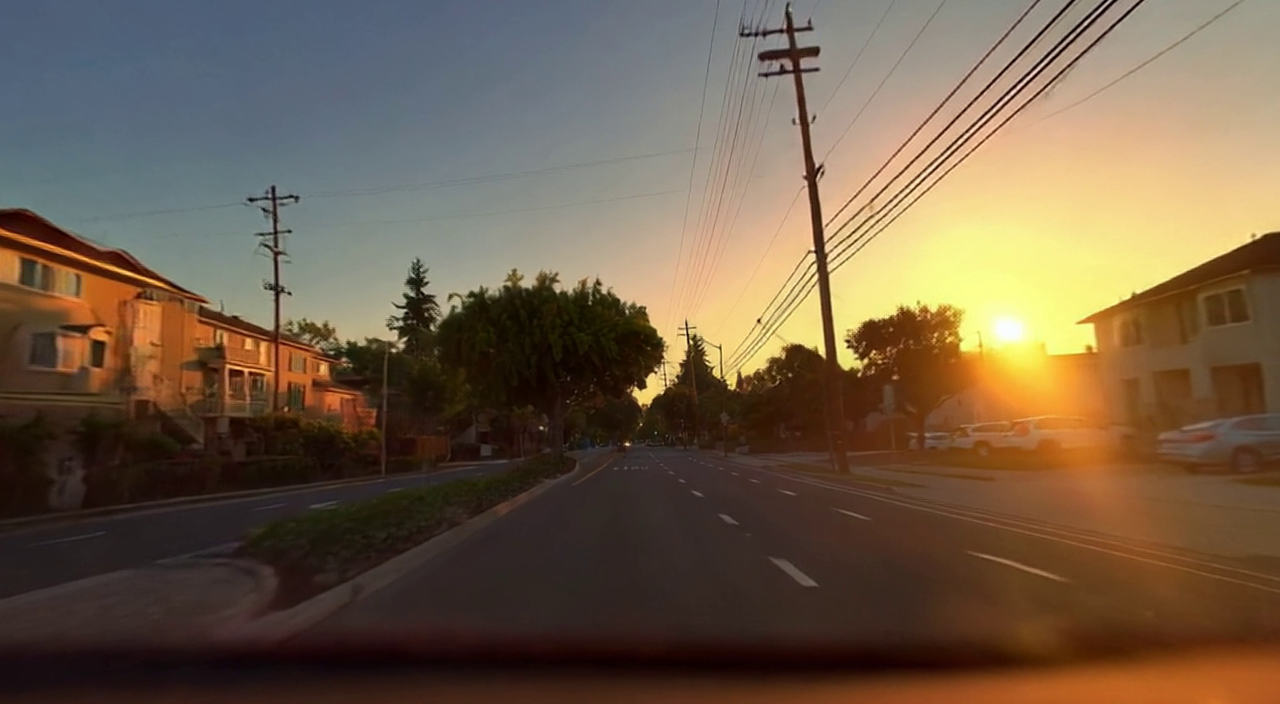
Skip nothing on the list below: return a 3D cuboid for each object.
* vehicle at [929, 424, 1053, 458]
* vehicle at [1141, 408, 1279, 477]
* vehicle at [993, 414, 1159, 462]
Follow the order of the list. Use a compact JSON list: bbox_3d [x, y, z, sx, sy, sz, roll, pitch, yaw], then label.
[{"bbox_3d":[16.605,4.230,30.065,4.681,1.541,2.049,0,-8,-3],"label":"vehicle"},{"bbox_3d":[16.698,2.431,17.032,4.560,1.725,2.096,0,-8,-2],"label":"vehicle"},{"bbox_3d":[16.820,3.350,24.572,4.833,1.786,2.136,0,-8,-1],"label":"vehicle"}]
